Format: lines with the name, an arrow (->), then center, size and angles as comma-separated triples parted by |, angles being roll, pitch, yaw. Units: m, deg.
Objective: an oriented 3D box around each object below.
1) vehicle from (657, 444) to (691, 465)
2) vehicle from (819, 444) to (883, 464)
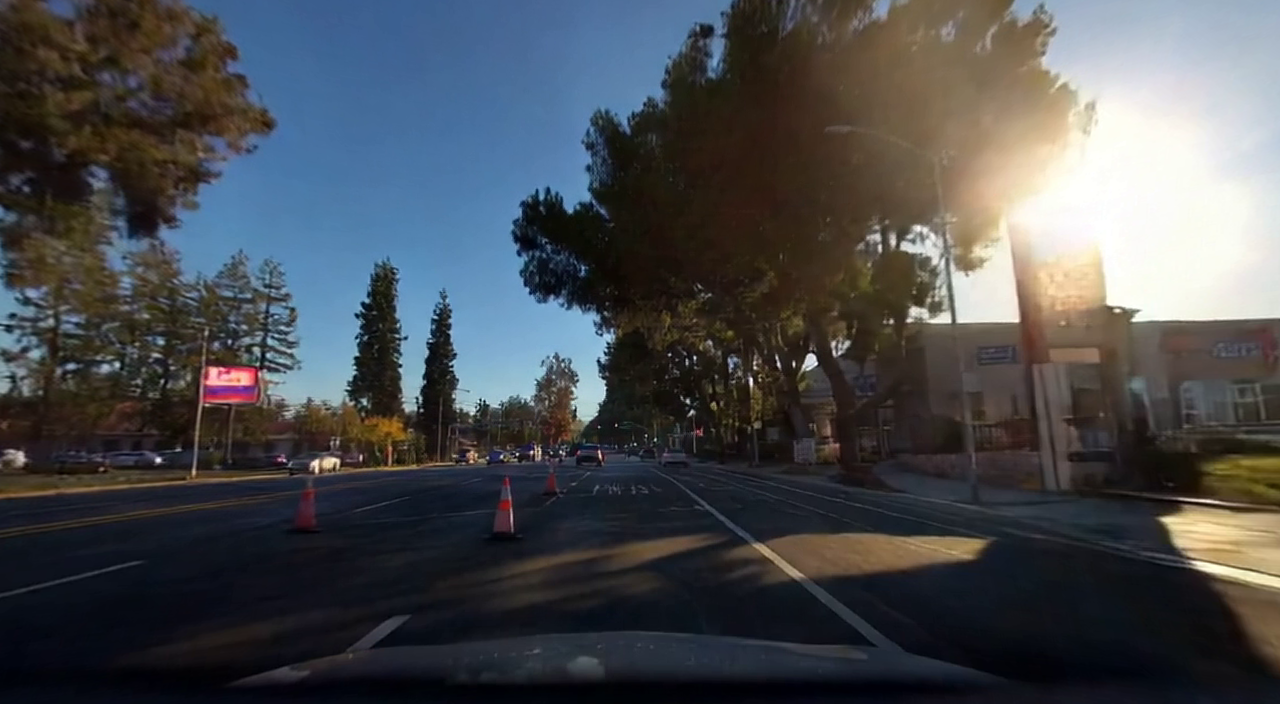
vehicle -> 2.456, 7.552, 46.767 | 2.063, 1.483, 4.226 | 0, -9, -2
vehicle -> 16.578, 8.031, 49.794 | 4.410, 1.472, 1.803 | -6, -10, 32
